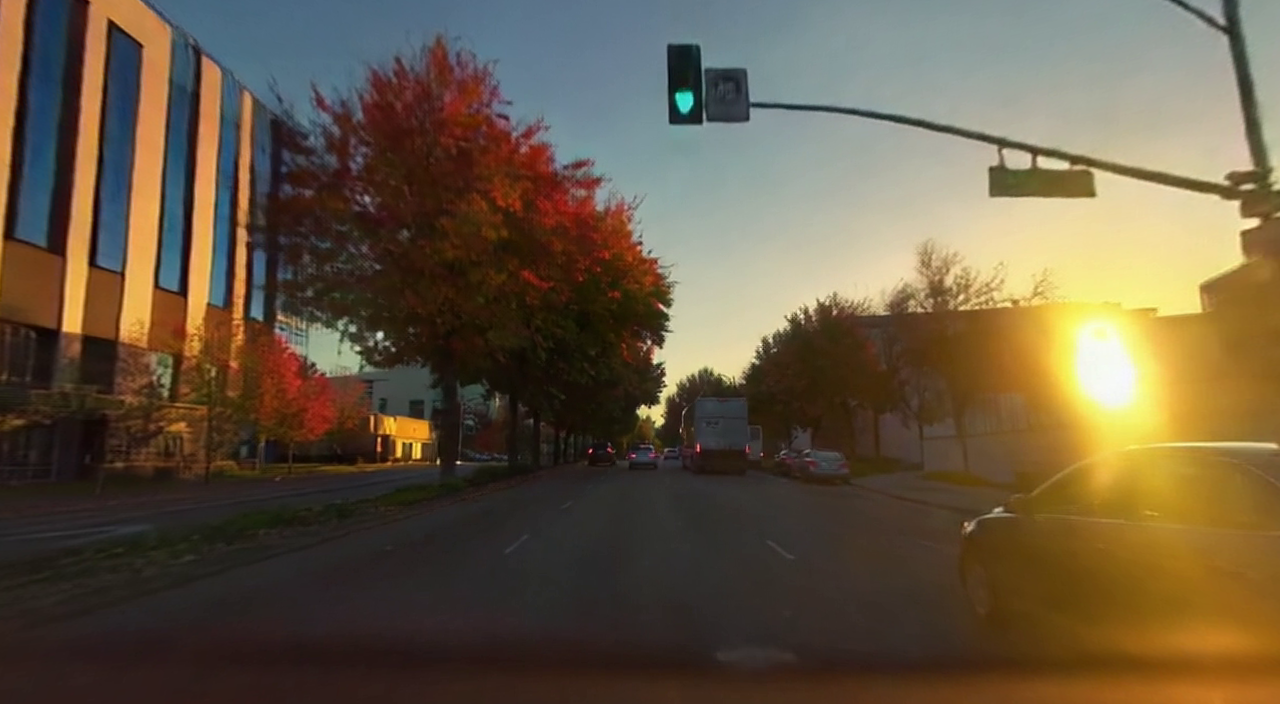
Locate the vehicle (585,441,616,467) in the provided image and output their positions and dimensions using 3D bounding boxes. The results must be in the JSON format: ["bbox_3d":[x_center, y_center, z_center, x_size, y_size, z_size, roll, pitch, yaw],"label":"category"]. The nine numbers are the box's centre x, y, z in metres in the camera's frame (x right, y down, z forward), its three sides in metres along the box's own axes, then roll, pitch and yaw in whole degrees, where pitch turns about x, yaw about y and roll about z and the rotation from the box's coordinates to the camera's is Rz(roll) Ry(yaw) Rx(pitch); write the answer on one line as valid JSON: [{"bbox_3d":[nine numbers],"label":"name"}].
[{"bbox_3d":[-2.999,7.860,48.620,2.035,1.867,4.607,0,-8,2],"label":"vehicle"}]

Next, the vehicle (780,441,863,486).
[{"bbox_3d":[7.013,4.501,24.885,1.889,1.417,4.759,-3,-13,1],"label":"vehicle"}]

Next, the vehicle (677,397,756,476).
[{"bbox_3d":[3.900,4.723,34.914,3.003,3.680,10.684,0,-8,0],"label":"vehicle"}]

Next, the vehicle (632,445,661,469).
[{"bbox_3d":[0.431,7.114,42.863,1.846,1.528,4.348,0,-8,0],"label":"vehicle"}]

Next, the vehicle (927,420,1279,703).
[{"bbox_3d":[3.789,1.149,3.589,1.915,1.449,4.970,0,-8,-1],"label":"vehicle"}]
